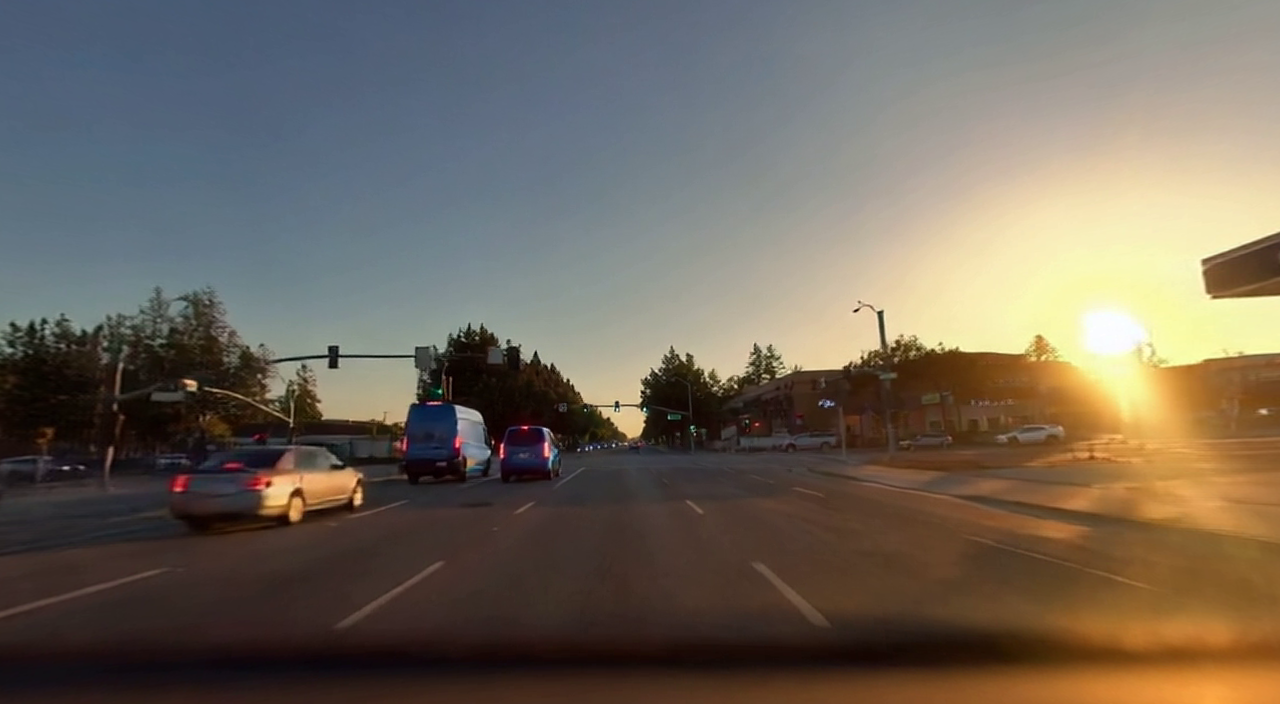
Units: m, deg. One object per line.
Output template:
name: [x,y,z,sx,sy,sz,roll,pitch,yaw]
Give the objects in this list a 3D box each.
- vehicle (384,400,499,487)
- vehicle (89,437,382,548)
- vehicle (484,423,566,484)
vehicle: [-6.839,3.257,22.637,2.405,2.696,5.561,0,-8,-2]
vehicle: [-6.480,2.252,11.010,1.993,1.490,4.768,0,-8,-1]
vehicle: [-4.132,3.775,23.737,2.206,2.007,5.190,0,-8,-1]
